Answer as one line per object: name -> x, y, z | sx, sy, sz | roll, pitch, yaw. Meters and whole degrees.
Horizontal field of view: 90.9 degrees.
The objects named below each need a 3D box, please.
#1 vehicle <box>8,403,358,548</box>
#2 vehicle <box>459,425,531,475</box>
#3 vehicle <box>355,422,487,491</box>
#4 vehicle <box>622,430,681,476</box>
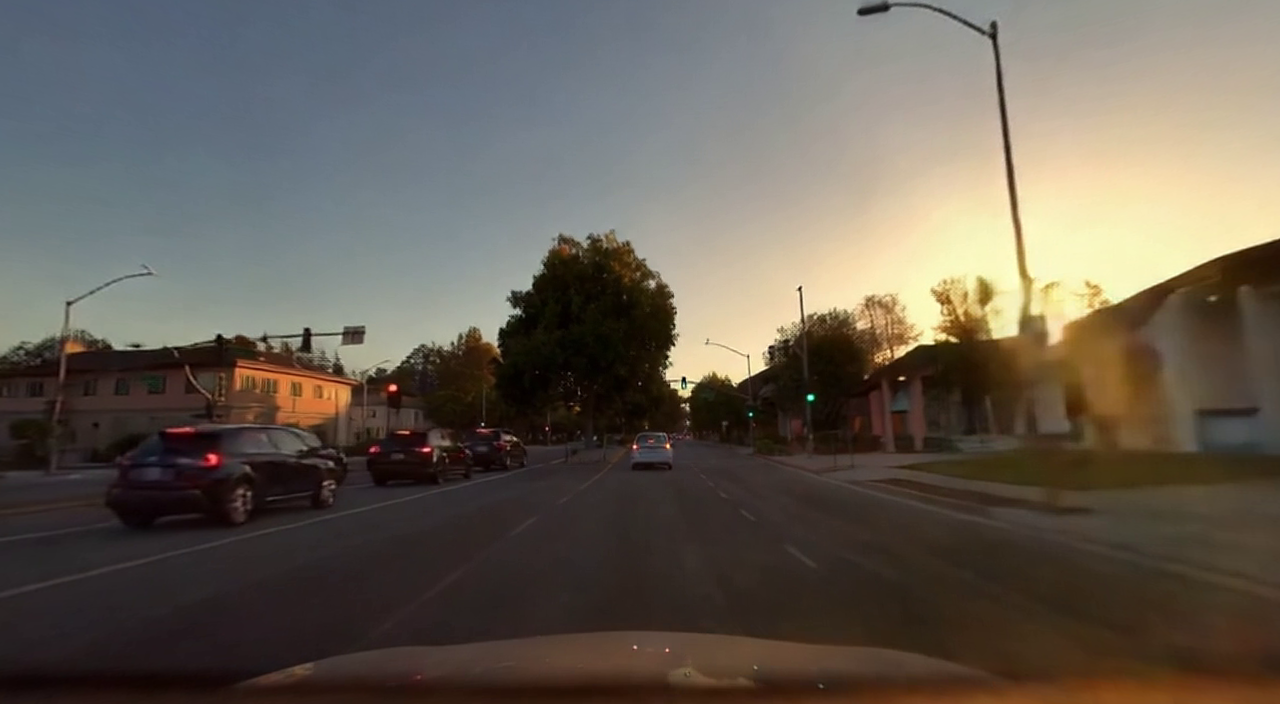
vehicle -> -6.892, 1.920, 10.464 | 1.951, 1.809, 4.917 | 0, -9, 2
vehicle -> -6.386, 4.411, 28.425 | 2.316, 2.014, 5.215 | 0, -9, -3
vehicle -> -6.595, 3.219, 19.718 | 2.111, 1.864, 4.932 | 0, -9, 3
vehicle -> 0.478, 4.055, 25.418 | 2.197, 1.682, 3.642 | 0, -9, 2
